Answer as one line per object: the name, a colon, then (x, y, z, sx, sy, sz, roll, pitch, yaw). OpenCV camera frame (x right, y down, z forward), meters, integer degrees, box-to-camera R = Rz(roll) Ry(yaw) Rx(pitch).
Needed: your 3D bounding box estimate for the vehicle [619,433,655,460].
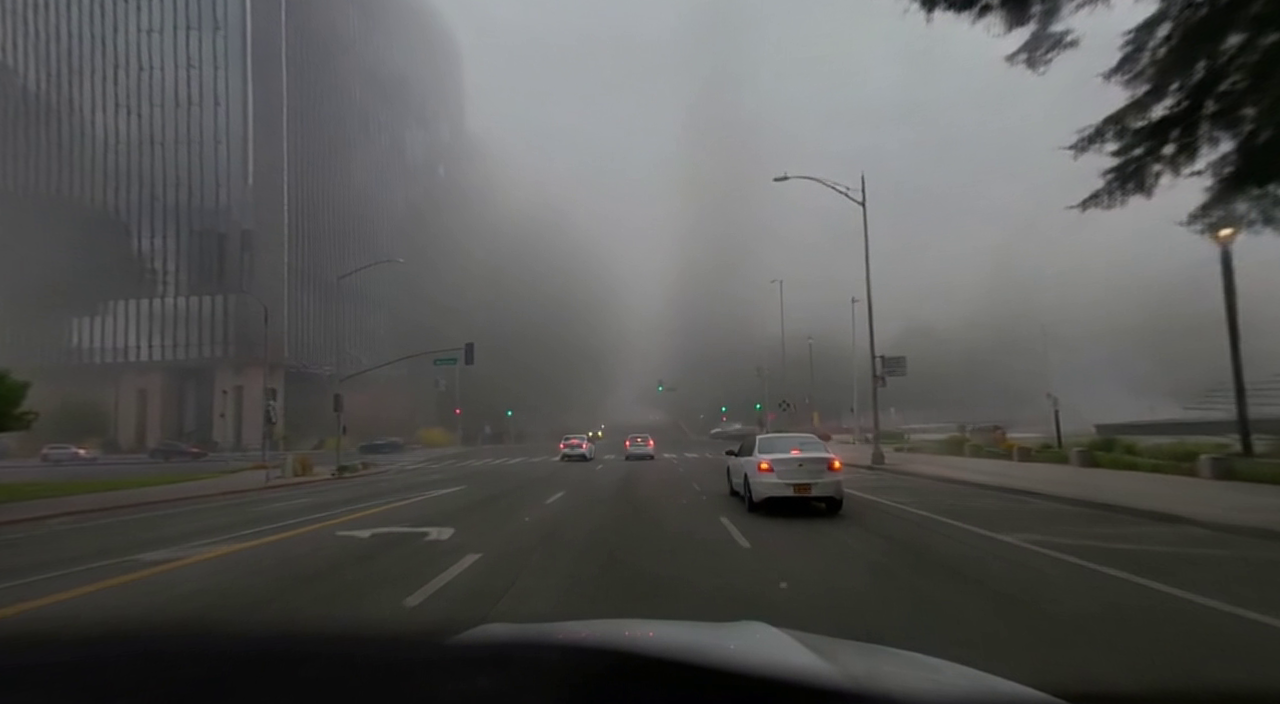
vehicle: (-0.169, 5.653, 37.880, 2.016, 1.478, 3.795, 0, -8, 0)

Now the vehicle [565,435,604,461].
vehicle: (-3.374, 5.890, 38.922, 1.995, 1.479, 4.627, 0, -8, 0)
